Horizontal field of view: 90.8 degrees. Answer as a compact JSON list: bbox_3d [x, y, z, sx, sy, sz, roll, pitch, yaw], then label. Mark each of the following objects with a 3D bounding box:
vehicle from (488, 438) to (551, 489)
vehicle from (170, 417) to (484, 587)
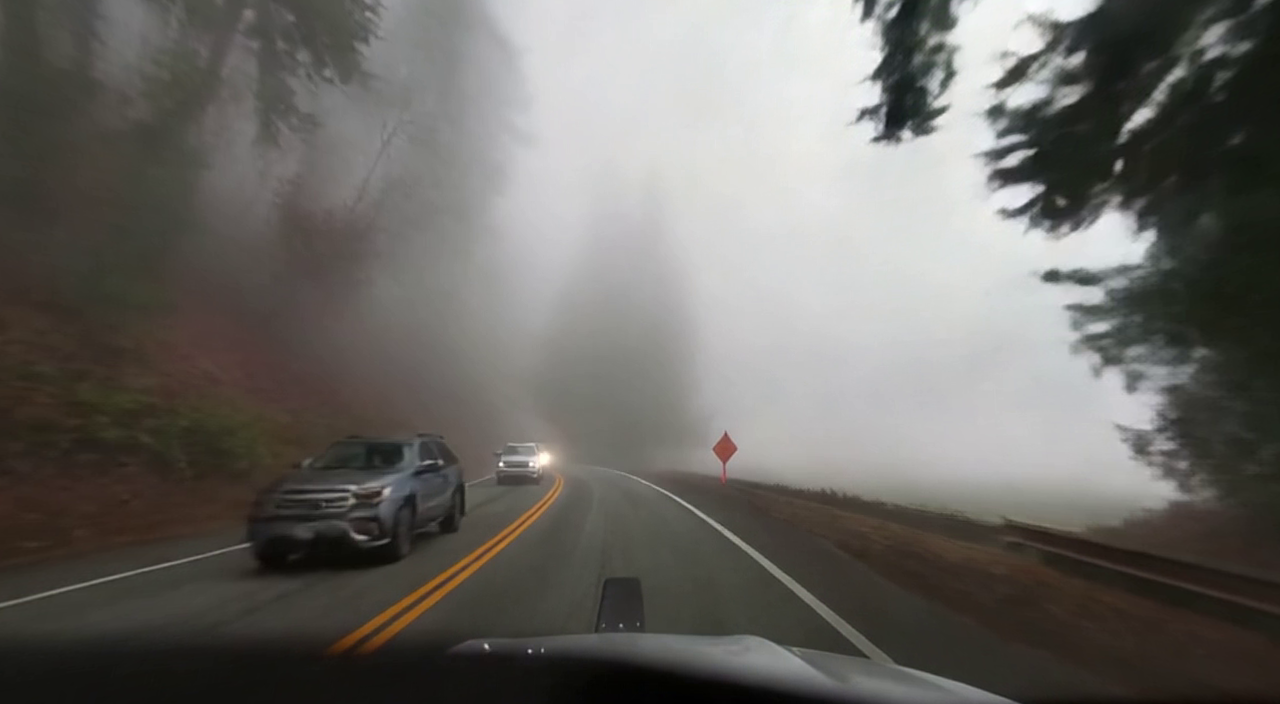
[{"bbox_3d":[-4.631,4.328,24.923,2.057,1.792,4.457,0,-8,-6],"label":"vehicle"},{"bbox_3d":[-3.835,1.901,9.007,2.177,1.721,4.794,0,-8,-2],"label":"vehicle"}]
